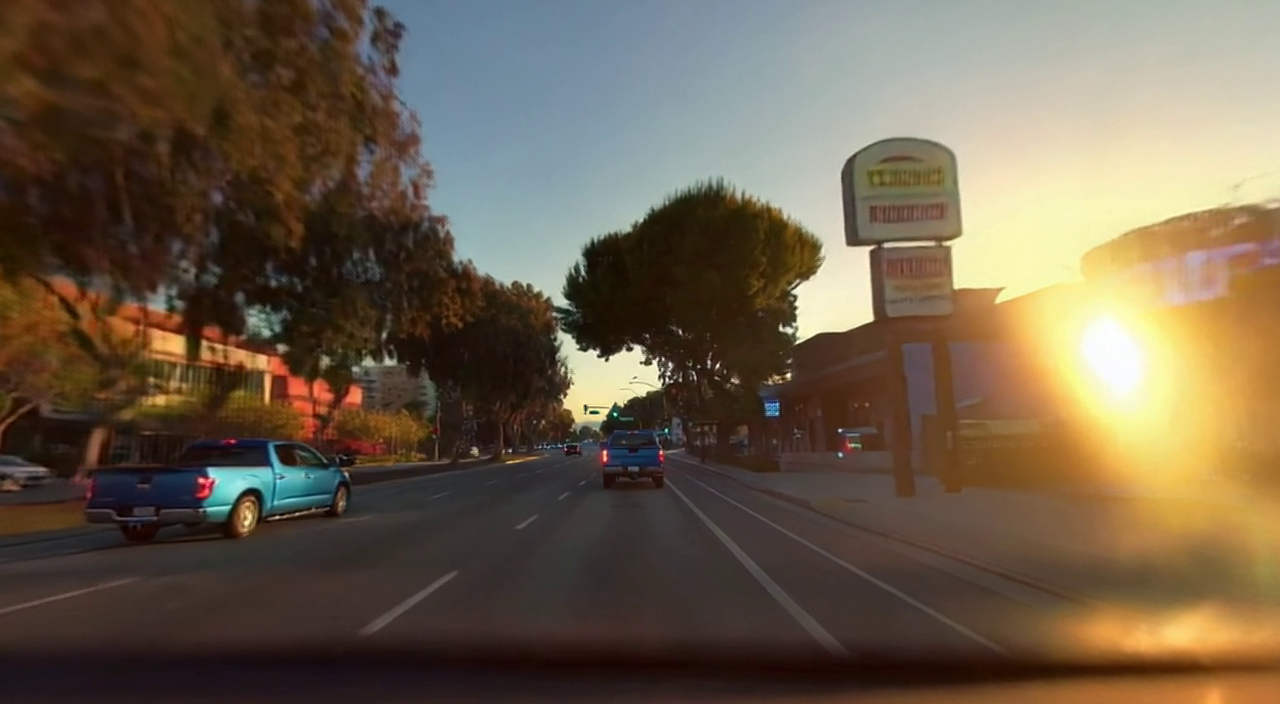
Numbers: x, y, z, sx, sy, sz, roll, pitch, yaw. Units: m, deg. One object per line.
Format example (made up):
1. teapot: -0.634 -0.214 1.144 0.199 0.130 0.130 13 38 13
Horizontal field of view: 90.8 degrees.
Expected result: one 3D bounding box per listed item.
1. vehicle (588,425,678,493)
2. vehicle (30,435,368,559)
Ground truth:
1. vehicle: -0.249 3.508 21.153 2.590 1.932 5.776 0 -8 -1
2. vehicle: -6.152 2.040 9.714 1.888 1.424 4.553 0 -8 1
